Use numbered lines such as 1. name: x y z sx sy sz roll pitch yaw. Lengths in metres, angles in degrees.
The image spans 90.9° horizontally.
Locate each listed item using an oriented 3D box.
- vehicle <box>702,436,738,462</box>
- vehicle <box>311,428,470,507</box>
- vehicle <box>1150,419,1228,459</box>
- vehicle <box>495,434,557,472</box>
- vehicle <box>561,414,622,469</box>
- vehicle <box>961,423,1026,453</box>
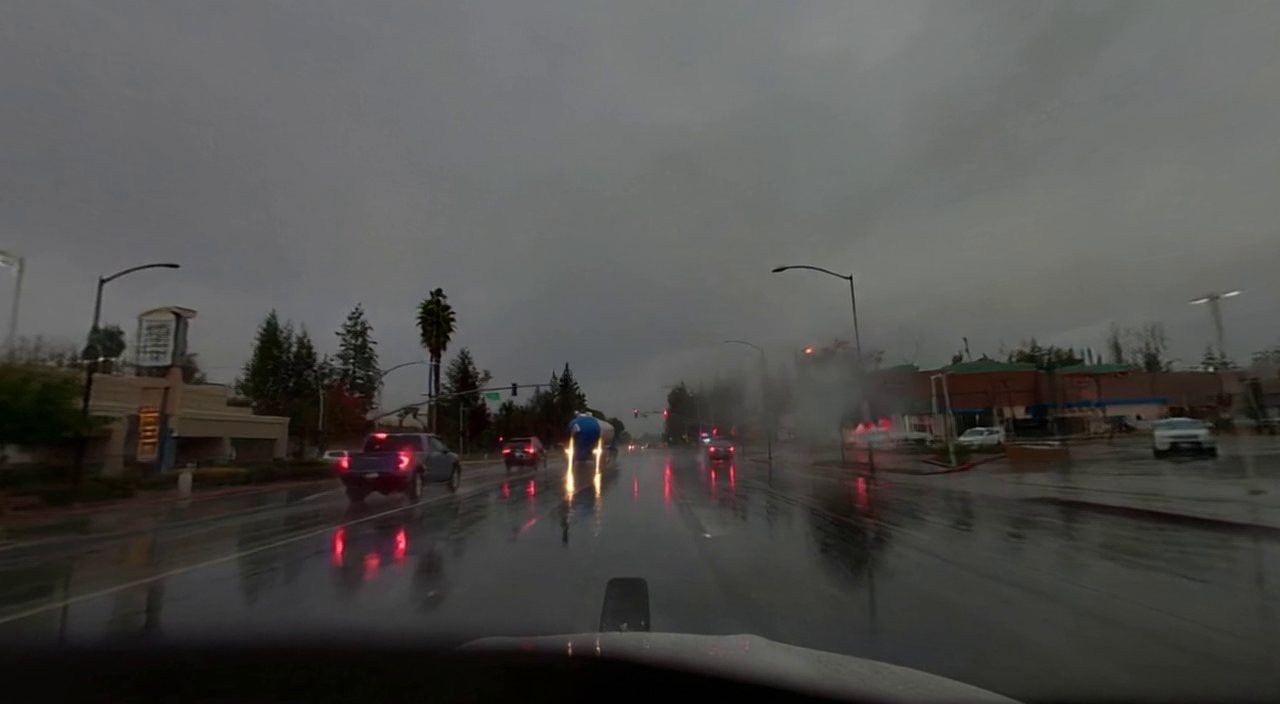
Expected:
1. vehicle: 6.196 7.610 49.427 2.093 1.926 4.749 0 -8 -2
2. vehicle: -6.262 2.949 16.562 2.179 1.750 4.621 0 -8 2
3. vehicle: 23.405 3.696 27.030 1.924 1.467 4.572 -9 -10 35
4. vehicle: -6.336 5.707 35.799 2.375 1.989 5.497 0 -8 1
5. vehicle: -2.898 6.079 42.491 2.841 3.004 14.901 0 -8 1
6. vehicle: 23.554 5.738 41.863 2.380 1.890 5.620 -8 -11 42
